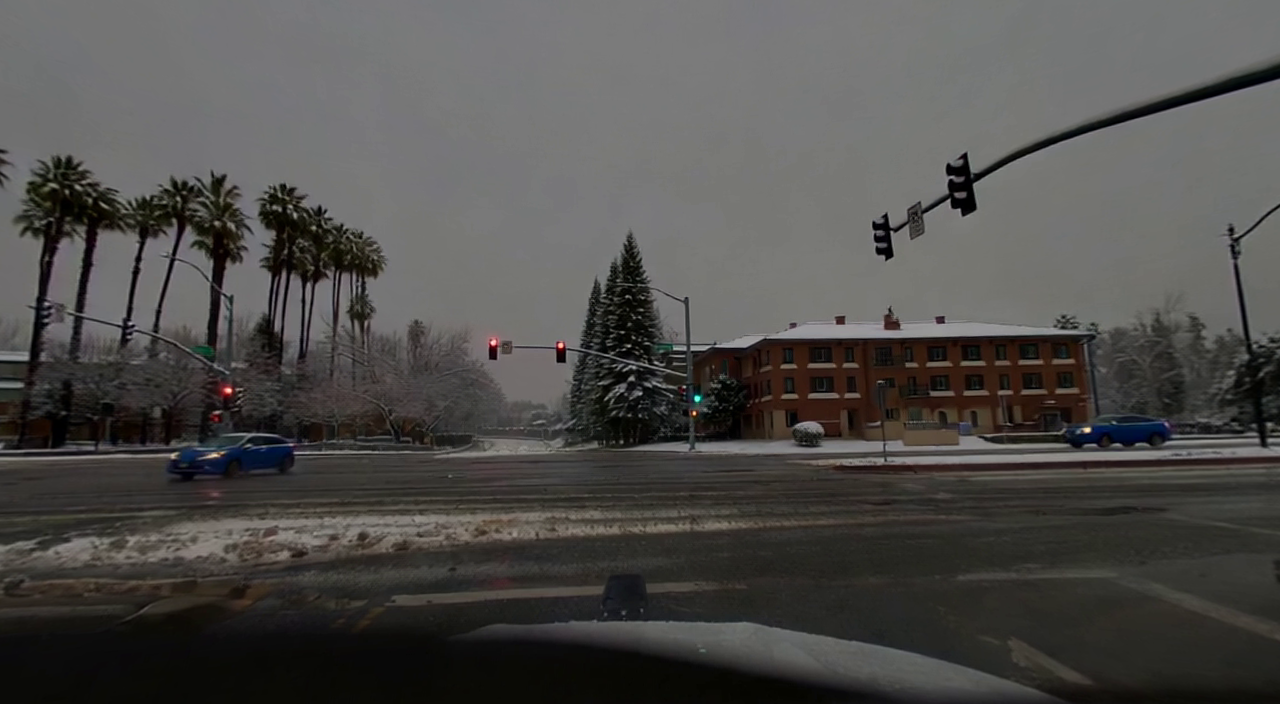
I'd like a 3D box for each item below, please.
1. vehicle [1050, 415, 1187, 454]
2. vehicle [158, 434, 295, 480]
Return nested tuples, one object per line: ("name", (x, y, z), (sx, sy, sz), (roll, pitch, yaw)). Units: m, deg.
("vehicle", (22.630, 3.934, 29.823), (4.820, 1.751, 2.050), (0, -8, -1))
("vehicle", (-14.623, 3.721, 22.566), (2.042, 1.472, 4.345), (0, -8, -1))
